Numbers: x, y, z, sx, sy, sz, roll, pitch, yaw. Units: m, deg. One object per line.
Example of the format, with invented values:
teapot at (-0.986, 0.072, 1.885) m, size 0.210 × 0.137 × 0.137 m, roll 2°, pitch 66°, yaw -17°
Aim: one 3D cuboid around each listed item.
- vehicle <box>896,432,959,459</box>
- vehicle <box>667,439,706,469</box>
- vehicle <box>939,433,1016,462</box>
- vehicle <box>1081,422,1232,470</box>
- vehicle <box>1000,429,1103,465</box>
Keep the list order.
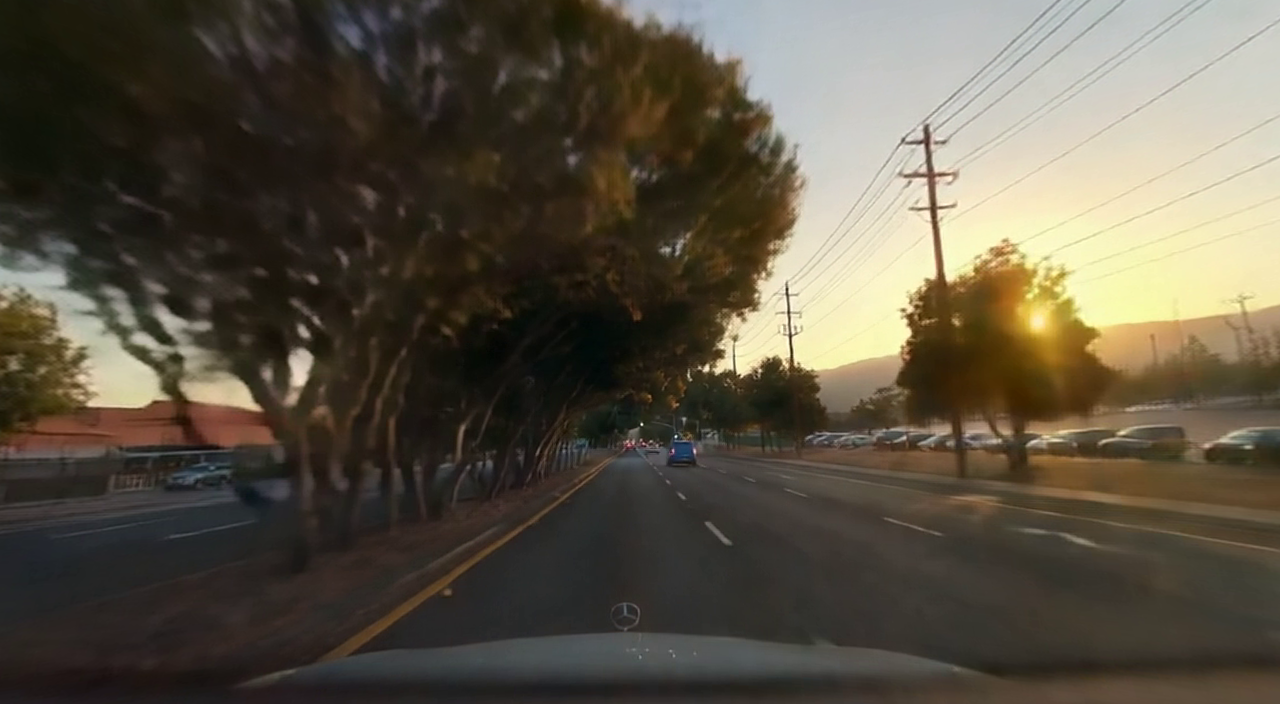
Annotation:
vehicle at (19.889, 6.517, 43.956) m, size 1.941 × 1.784 × 4.967 m, roll 0°, pitch -9°, yaw -1°
vehicle at (2.949, 6.592, 41.077) m, size 2.086 × 1.803 × 4.607 m, roll 0°, pitch -9°, yaw -1°
vehicle at (20.084, 5.732, 37.893) m, size 2.021 × 1.640 × 4.620 m, roll -1°, pitch -9°, yaw 0°
vehicle at (20.266, 3.742, 25.131) m, size 1.983 × 1.730 × 4.563 m, roll 0°, pitch -9°, yaw -2°
vehicle at (20.260, 4.724, 31.360) m, size 1.896 × 1.656 × 4.653 m, roll 0°, pitch -9°, yaw -1°
